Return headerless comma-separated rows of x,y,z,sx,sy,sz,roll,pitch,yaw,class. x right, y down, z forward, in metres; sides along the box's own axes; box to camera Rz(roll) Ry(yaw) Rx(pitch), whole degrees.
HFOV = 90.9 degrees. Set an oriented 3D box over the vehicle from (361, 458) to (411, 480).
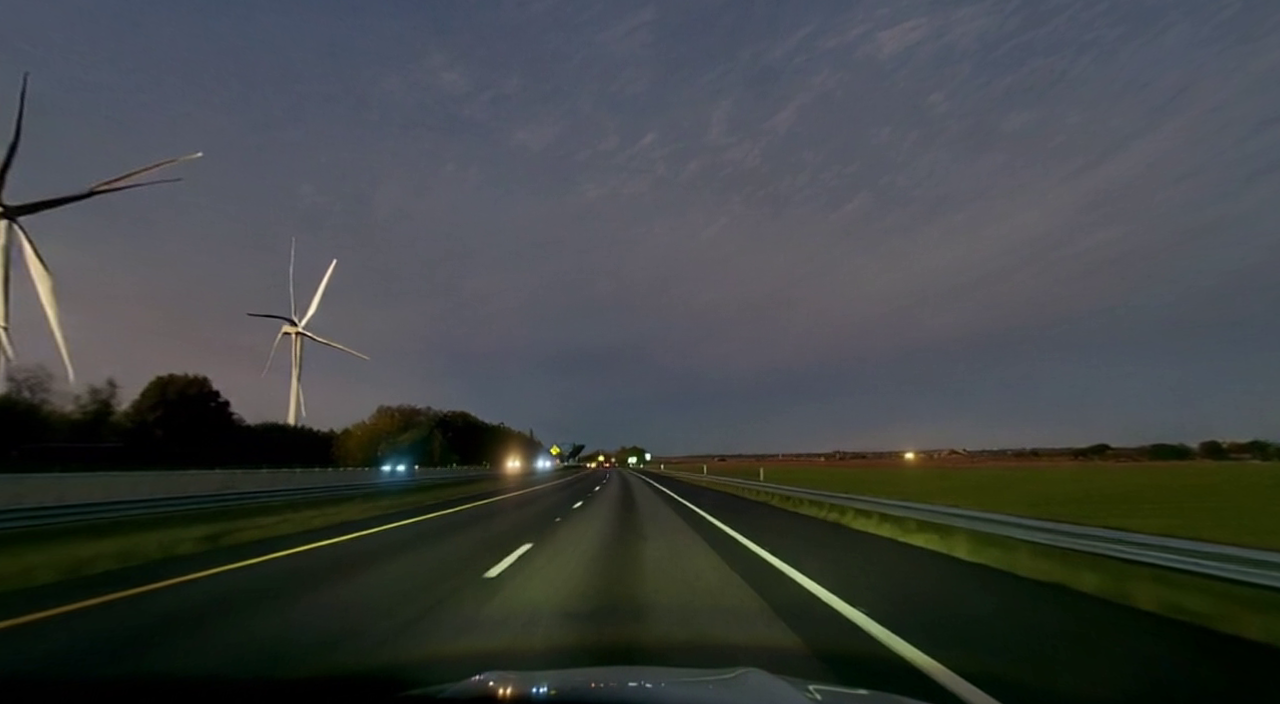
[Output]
-18.334,8.496,45.737,1.924,1.441,4.208,1,-10,-1,vehicle
